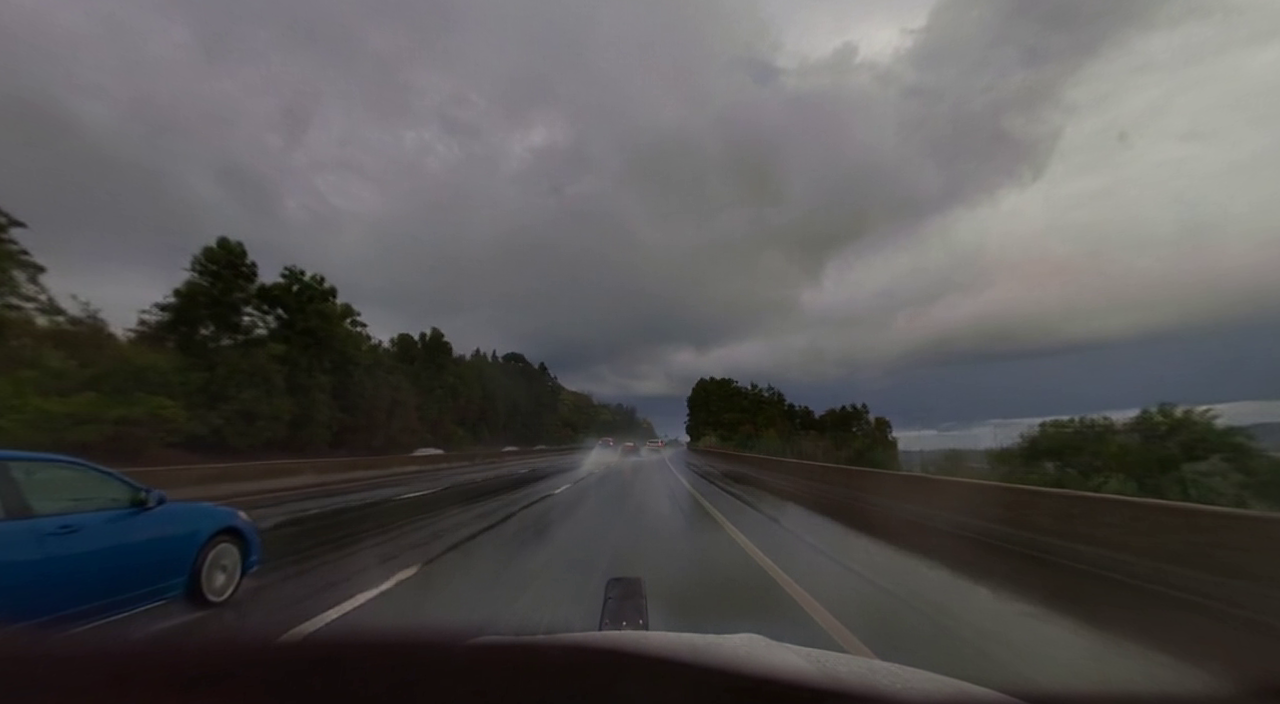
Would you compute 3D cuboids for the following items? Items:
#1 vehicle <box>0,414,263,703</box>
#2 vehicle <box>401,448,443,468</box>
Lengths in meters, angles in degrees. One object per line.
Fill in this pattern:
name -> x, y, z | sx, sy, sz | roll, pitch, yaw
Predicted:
vehicle -> -4.190, 1.016, 2.947 | 1.996, 1.454, 4.495 | 0, -8, 1
vehicle -> -15.672, 7.654, 45.420 | 1.754, 1.352, 3.547 | 0, -8, 0
